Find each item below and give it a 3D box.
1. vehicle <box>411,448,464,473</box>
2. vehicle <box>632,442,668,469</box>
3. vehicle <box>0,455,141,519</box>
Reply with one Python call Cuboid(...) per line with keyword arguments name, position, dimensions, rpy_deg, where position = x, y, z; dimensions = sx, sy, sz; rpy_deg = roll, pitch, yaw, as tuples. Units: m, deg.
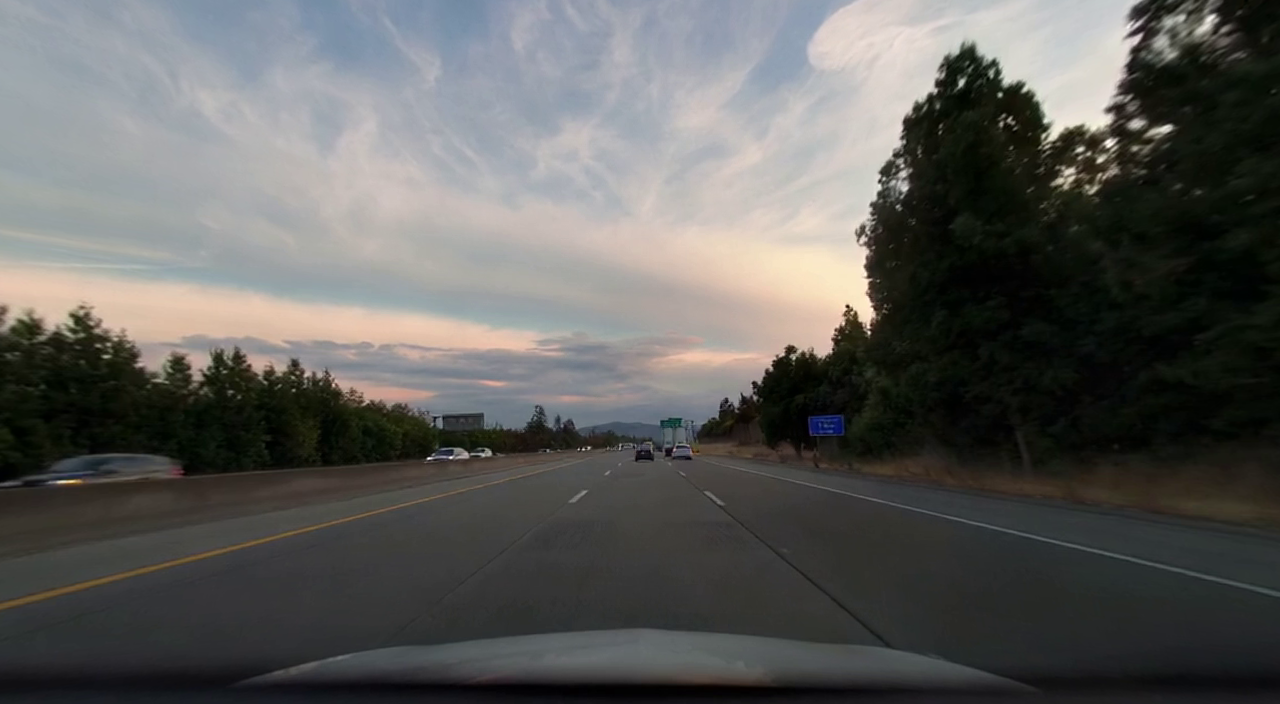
Cuboid(name="vehicle", position=(-13.187, 7.085, 41.362), dimensions=(1.967, 1.496, 4.528), rpy_deg=(0, -9, 0))
Cuboid(name="vehicle", position=(0.555, 6.560, 40.255), dimensions=(2.173, 1.598, 4.293), rpy_deg=(0, -9, -1))
Cuboid(name="vehicle", position=(-16.304, 3.544, 16.942), dimensions=(1.893, 1.493, 4.754), rpy_deg=(0, -9, 0))
